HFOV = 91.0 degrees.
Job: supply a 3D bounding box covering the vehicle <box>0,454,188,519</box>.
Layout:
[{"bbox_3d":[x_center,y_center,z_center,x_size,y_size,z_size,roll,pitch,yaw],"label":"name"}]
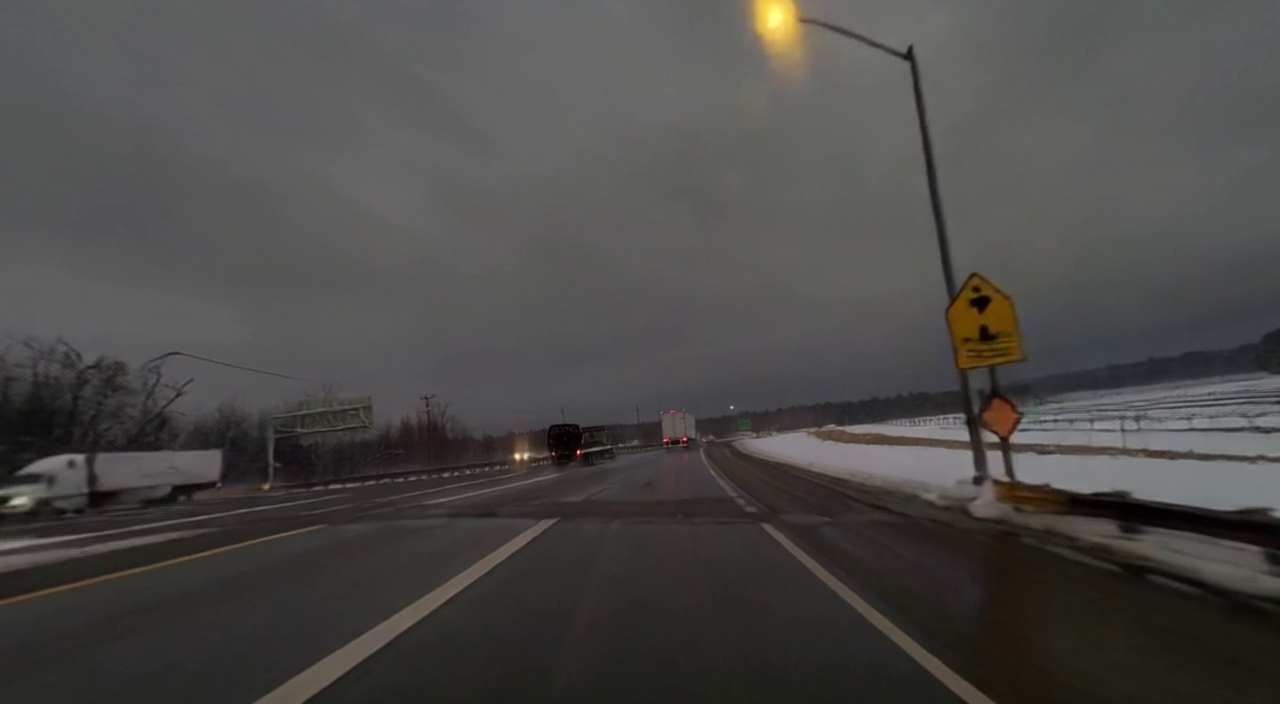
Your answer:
[{"bbox_3d":[-35.619,8.534,41.325,2.909,3.528,10.201,-1,-9,10],"label":"vehicle"}]
